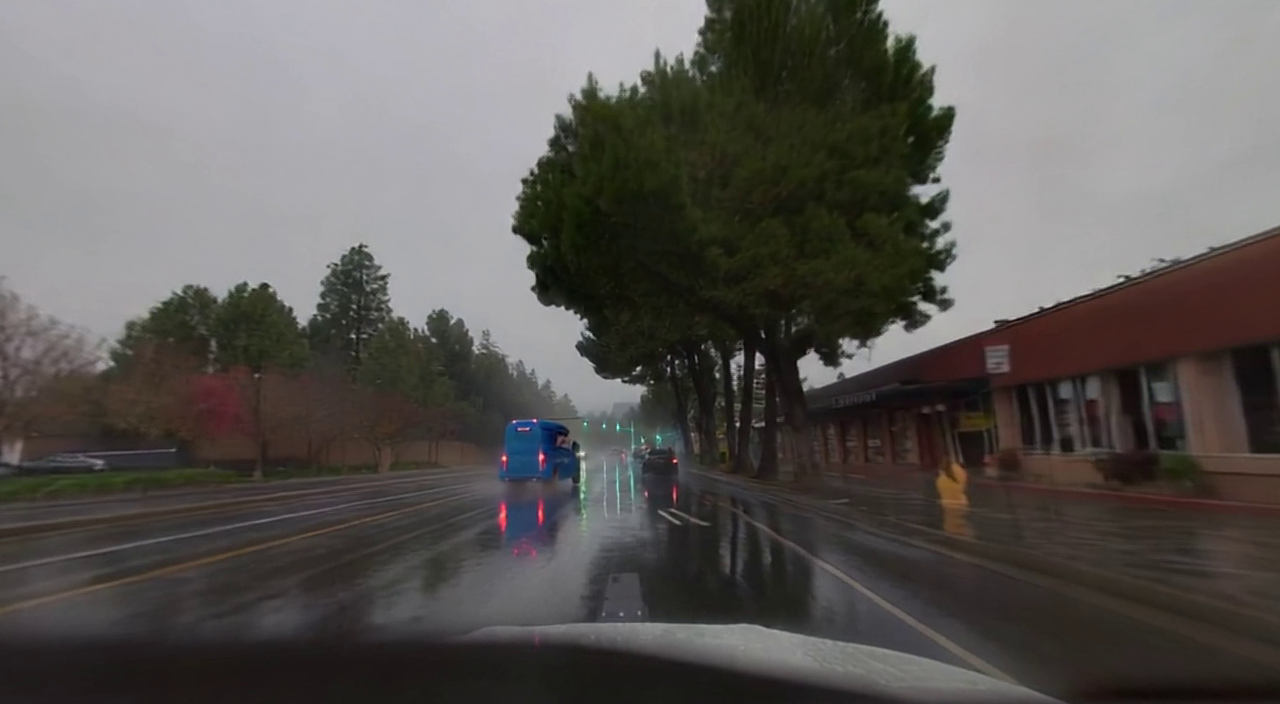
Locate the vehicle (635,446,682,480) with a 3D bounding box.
[{"bbox_3d":[0.801,5.282,30.336,2.103,1.487,4.101,0,-9,0],"label":"vehicle"}]

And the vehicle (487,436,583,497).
[{"bbox_3d":[-3.320,3.769,21.212,2.464,1.777,5.128,0,-9,-2],"label":"vehicle"}]
